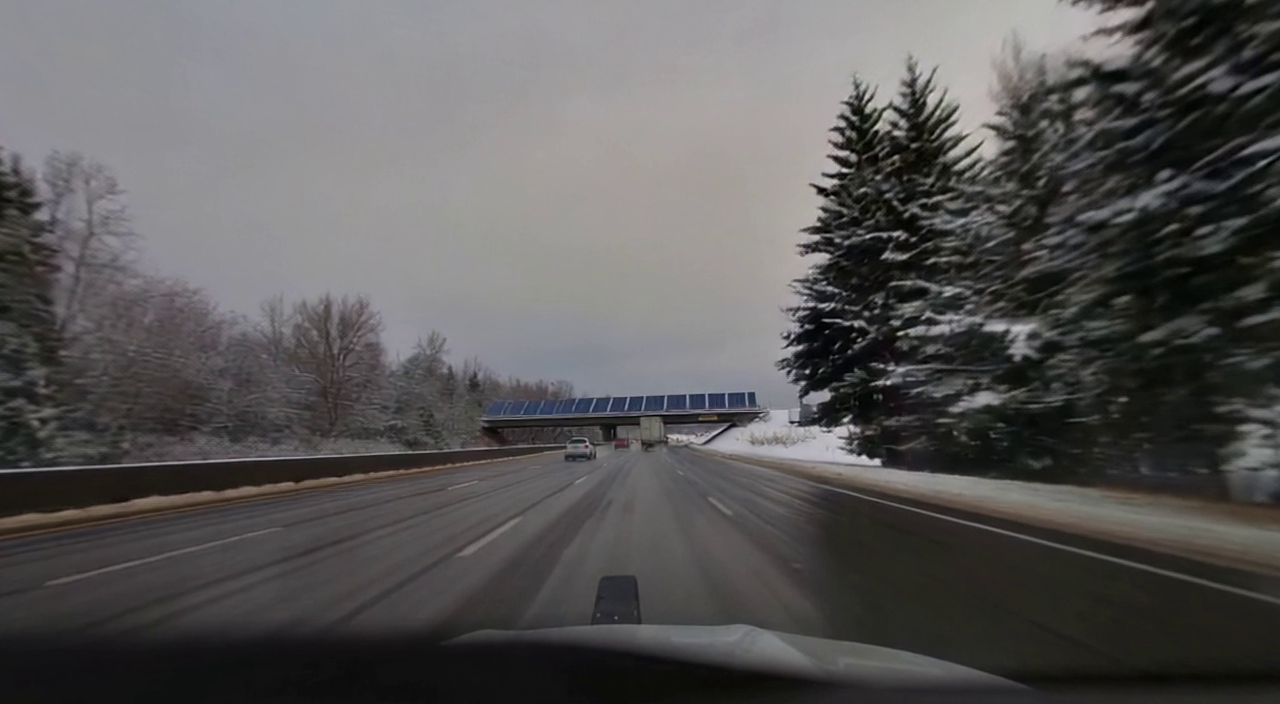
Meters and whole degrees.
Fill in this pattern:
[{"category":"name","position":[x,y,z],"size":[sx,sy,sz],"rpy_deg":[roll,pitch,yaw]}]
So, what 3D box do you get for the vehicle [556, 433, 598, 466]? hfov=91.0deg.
[{"category":"vehicle","position":[-3.921,6.146,39.978],"size":[2.130,1.935,4.817],"rpy_deg":[-1,-8,1]}]
